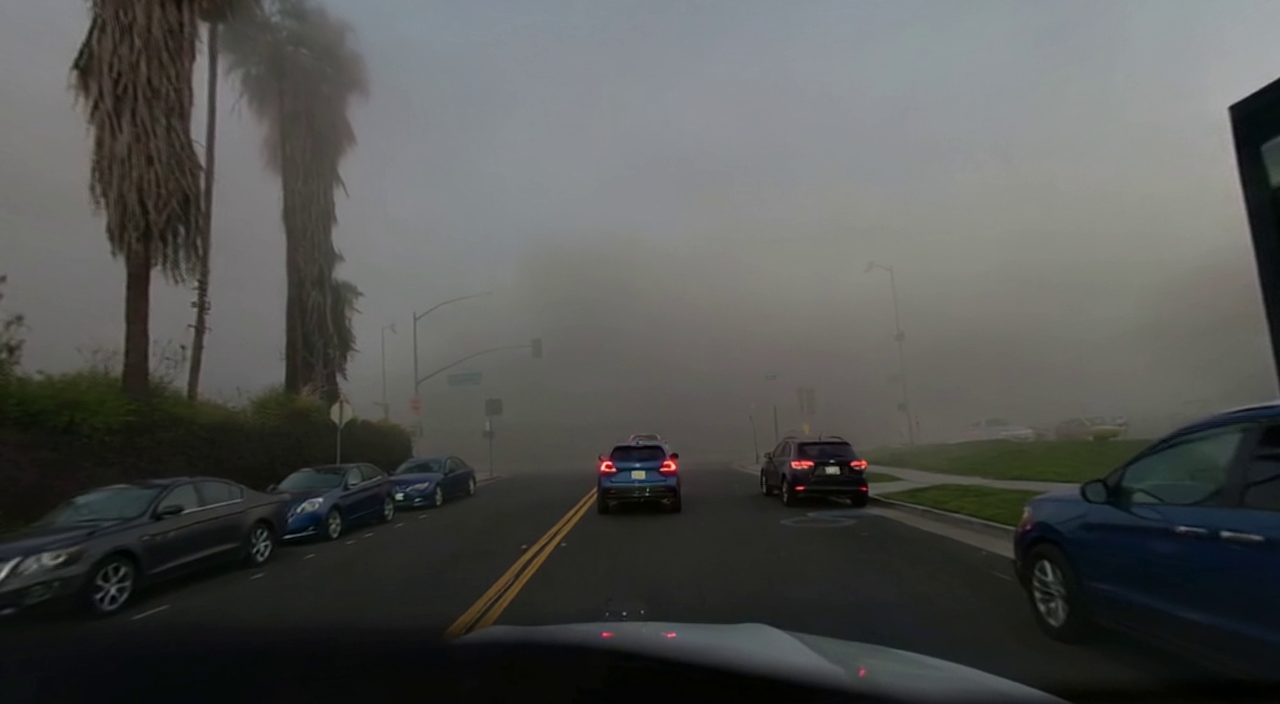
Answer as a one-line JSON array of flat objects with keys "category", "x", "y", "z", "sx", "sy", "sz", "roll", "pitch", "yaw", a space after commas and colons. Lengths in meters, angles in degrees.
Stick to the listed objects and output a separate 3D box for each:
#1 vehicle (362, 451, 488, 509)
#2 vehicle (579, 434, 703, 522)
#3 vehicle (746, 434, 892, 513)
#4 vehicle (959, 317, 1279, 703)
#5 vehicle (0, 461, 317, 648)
[{"category": "vehicle", "x": -6.317, "y": 3.804, "z": 19.243, "sx": 2.105, "sy": 1.469, "sz": 4.693, "roll": 0, "pitch": -8, "yaw": 2}, {"category": "vehicle", "x": -0.005, "y": 2.410, "z": 12.647, "sx": 2.060, "sy": 1.452, "sz": 4.078, "roll": 0, "pitch": -8, "yaw": 0}, {"category": "vehicle", "x": 3.604, "y": 2.518, "z": 13.637, "sx": 1.821, "sy": 1.417, "sz": 4.454, "roll": 0, "pitch": -8, "yaw": 0}, {"category": "vehicle", "x": 3.622, "y": 0.753, "z": 2.503, "sx": 2.099, "sy": 1.786, "sz": 5.198, "roll": 0, "pitch": -8, "yaw": 2}, {"category": "vehicle", "x": -6.138, "y": 2.166, "z": 7.810, "sx": 1.850, "sy": 1.482, "sz": 4.454, "roll": 0, "pitch": -8, "yaw": 1}]
